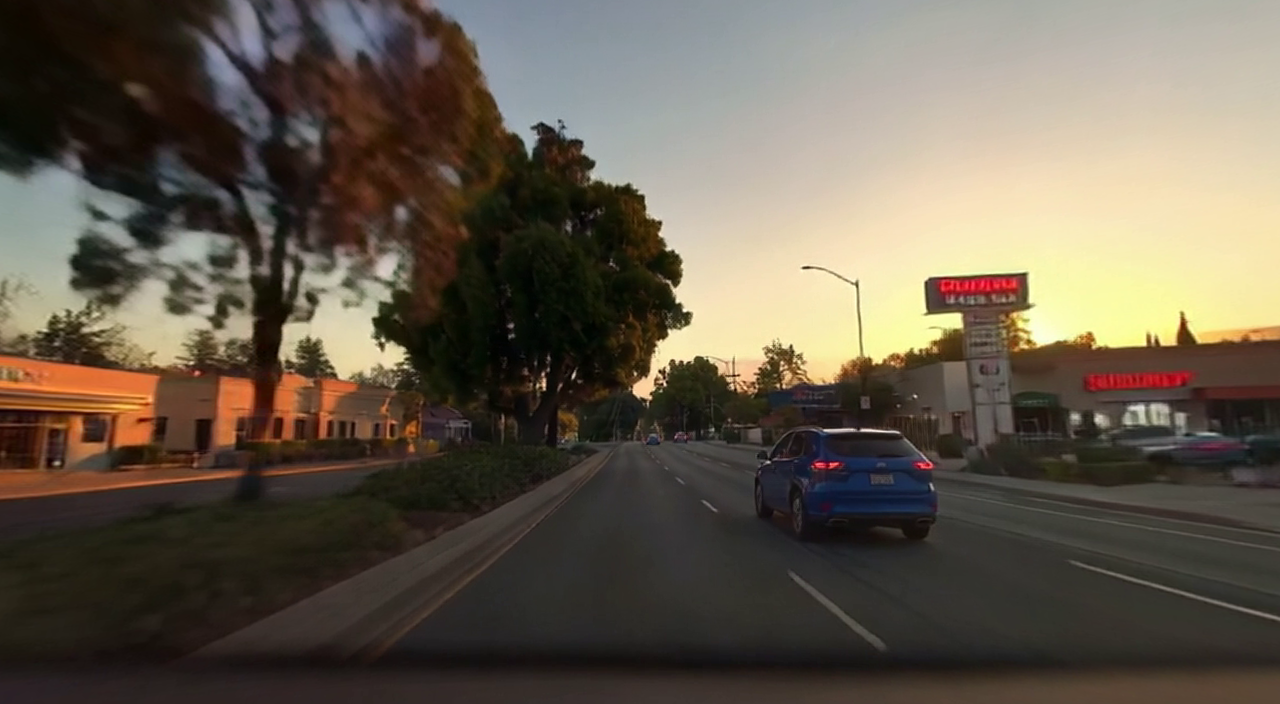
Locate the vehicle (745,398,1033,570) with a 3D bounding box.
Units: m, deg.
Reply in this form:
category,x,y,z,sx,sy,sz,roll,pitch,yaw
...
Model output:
category,x,y,z,sx,sy,sz,roll,pitch,yaw
vehicle,3.015,1.741,9.024,2.130,1.790,4.615,0,-9,-1
